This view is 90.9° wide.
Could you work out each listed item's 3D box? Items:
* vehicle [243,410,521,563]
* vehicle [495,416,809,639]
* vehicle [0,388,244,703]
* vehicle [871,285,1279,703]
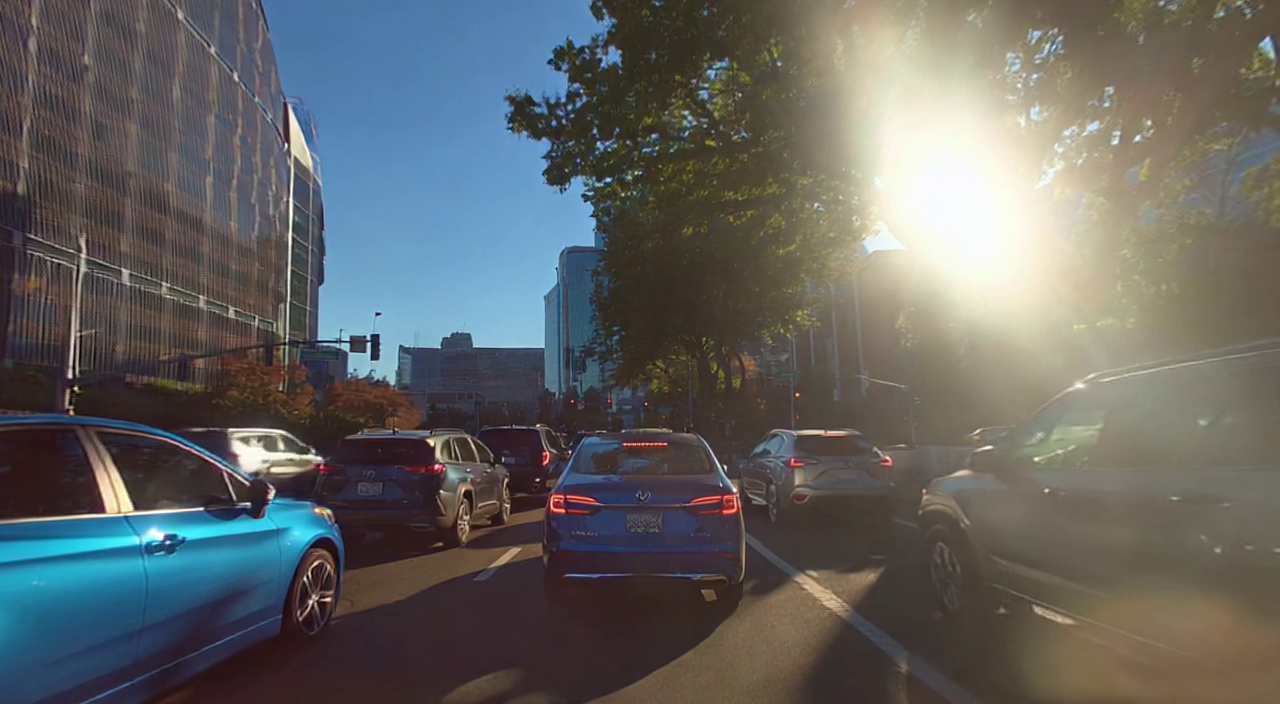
[{"bbox_3d":[-3.370,1.869,9.498,2.168,1.719,4.561,-1,-9,1],"label":"vehicle"},{"bbox_3d":[0.079,1.508,6.382,2.147,1.507,3.953,0,-8,0],"label":"vehicle"},{"bbox_3d":[-3.399,0.742,1.237,2.144,1.505,4.635,-1,-8,1],"label":"vehicle"},{"bbox_3d":[3.049,0.862,3.124,2.108,1.785,4.334,0,-9,0],"label":"vehicle"}]
